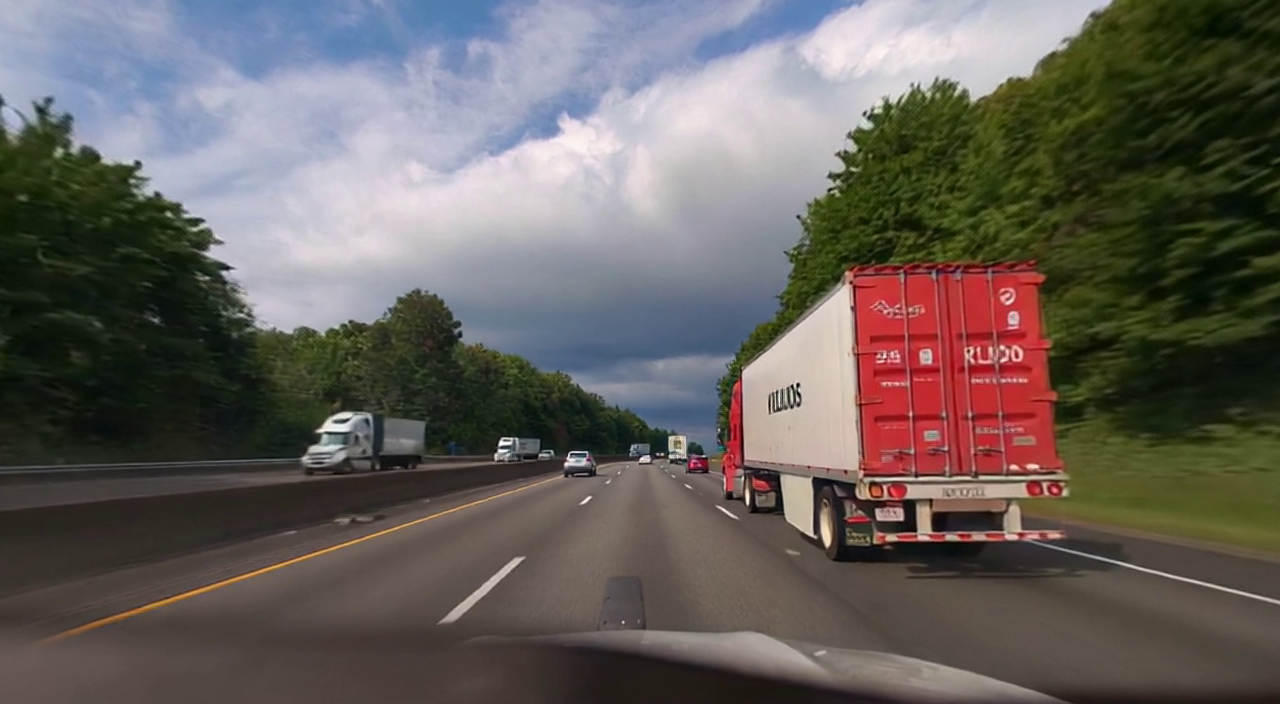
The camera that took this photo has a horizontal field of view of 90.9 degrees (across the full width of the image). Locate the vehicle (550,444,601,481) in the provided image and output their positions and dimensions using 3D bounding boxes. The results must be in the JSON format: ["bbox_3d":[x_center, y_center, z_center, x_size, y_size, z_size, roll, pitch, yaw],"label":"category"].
[{"bbox_3d":[-3.115,5.435,31.132,2.017,1.683,4.309,0,-9,0],"label":"vehicle"}]

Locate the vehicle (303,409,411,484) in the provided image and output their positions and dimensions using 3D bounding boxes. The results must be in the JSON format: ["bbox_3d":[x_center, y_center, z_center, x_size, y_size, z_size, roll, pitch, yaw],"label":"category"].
[{"bbox_3d":[-15.869,5.398,35.927,2.948,3.821,6.296,0,-9,2],"label":"vehicle"}]

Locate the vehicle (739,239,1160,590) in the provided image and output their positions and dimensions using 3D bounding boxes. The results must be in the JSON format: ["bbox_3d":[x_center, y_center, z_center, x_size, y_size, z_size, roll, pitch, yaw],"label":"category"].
[{"bbox_3d":[4.285,1.512,12.685,2.914,3.998,11.103,0,-9,1],"label":"vehicle"}]

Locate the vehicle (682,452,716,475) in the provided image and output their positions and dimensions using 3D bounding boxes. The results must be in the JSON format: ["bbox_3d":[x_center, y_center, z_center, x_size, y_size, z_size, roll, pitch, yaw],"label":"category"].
[{"bbox_3d":[4.369,8.381,47.434,2.176,1.598,3.878,0,-9,0],"label":"vehicle"}]
